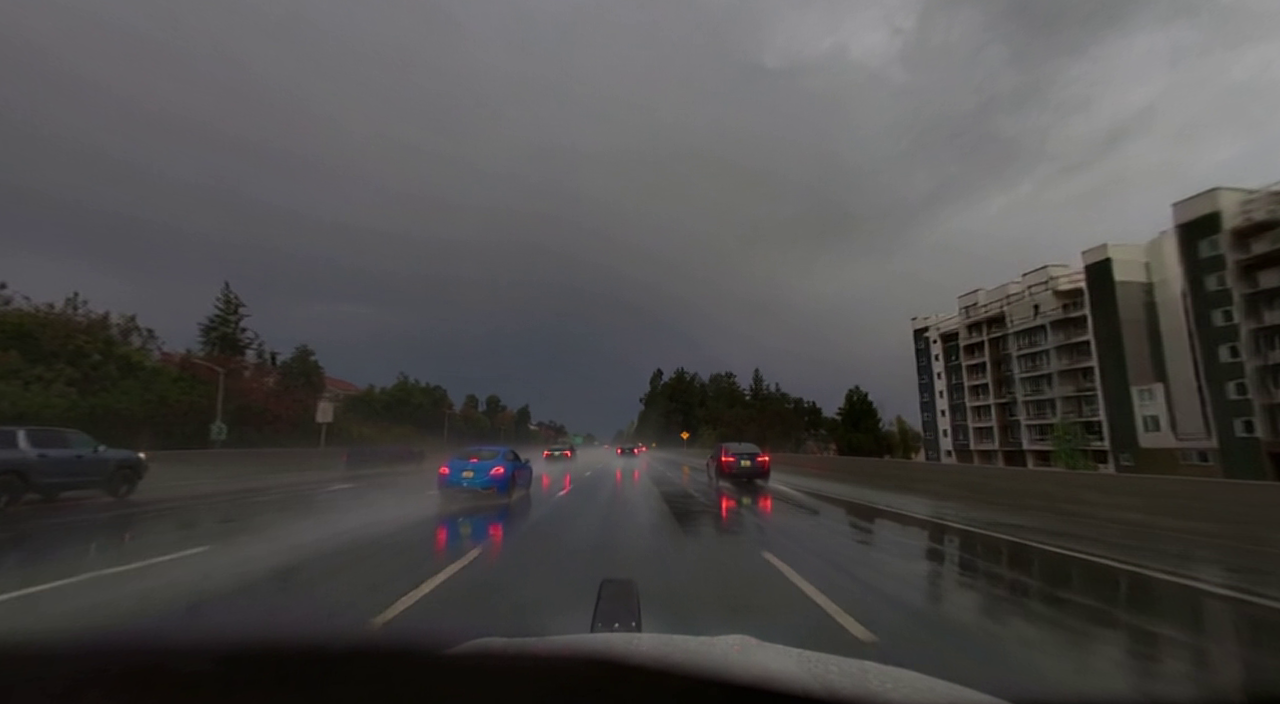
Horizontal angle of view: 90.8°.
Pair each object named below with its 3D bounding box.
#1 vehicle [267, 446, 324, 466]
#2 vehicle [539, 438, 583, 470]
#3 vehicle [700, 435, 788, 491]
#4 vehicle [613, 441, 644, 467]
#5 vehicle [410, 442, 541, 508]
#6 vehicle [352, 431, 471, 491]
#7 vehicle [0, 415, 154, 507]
[{"bbox_3d":[-26.416,7.946,48.661,1.816,1.457,4.598,0,-8,0],"label":"vehicle"},{"bbox_3d":[-4.610,5.995,37.351,2.044,1.774,4.329,0,-8,-1],"label":"vehicle"},{"bbox_3d":[3.306,3.644,21.122,2.061,1.658,4.417,0,-8,-2],"label":"vehicle"},{"bbox_3d":[-0.772,6.865,42.717,2.053,1.650,3.945,0,-8,-1],"label":"vehicle"},{"bbox_3d":[-3.991,3.055,16.219,2.124,1.426,4.444,0,-9,0],"label":"vehicle"},{"bbox_3d":[-7.533,3.640,21.469,2.086,1.776,5.080,0,-8,0],"label":"vehicle"},{"bbox_3d":[-15.181,2.545,14.932,2.396,1.999,6.333,0,-8,-1],"label":"vehicle"}]
